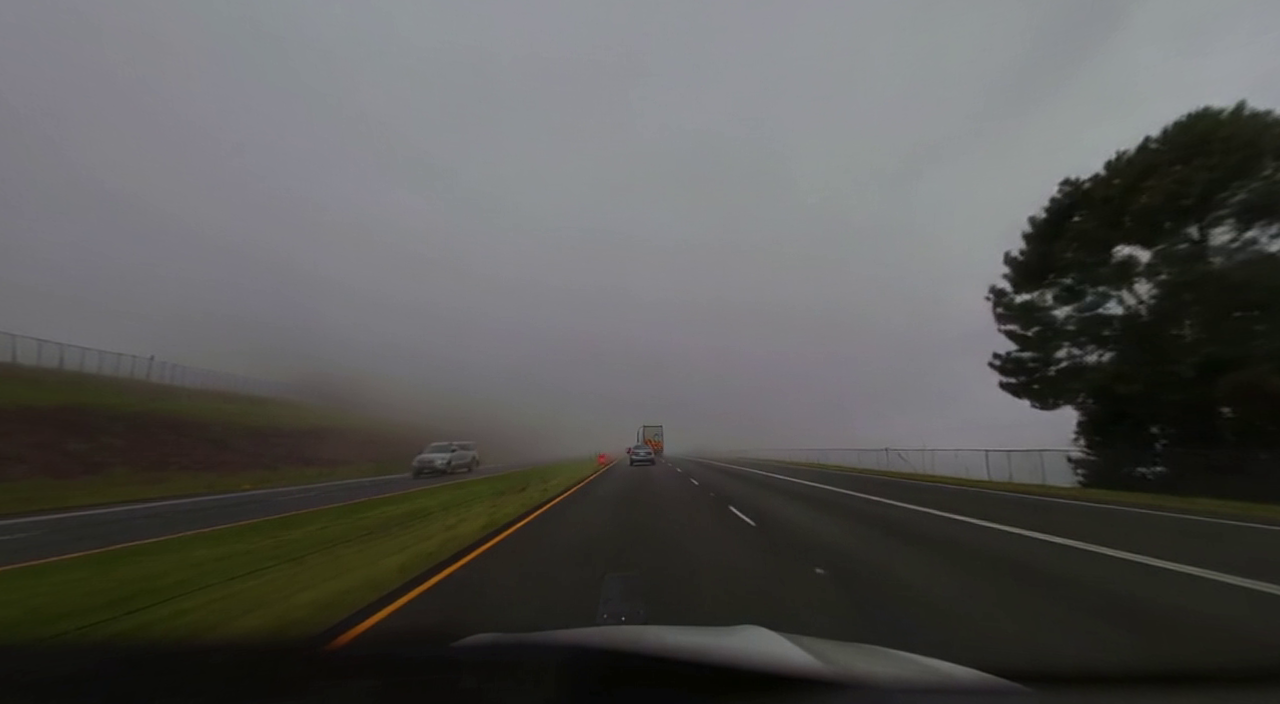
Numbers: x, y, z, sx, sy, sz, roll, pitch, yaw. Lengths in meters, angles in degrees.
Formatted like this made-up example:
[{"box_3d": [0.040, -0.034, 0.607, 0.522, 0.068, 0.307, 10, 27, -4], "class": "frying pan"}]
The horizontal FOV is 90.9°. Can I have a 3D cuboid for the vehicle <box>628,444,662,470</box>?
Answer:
[{"box_3d": [0.300, 6.655, 40.105, 2.065, 1.573, 3.734, 0, -9, -1], "class": "vehicle"}]
